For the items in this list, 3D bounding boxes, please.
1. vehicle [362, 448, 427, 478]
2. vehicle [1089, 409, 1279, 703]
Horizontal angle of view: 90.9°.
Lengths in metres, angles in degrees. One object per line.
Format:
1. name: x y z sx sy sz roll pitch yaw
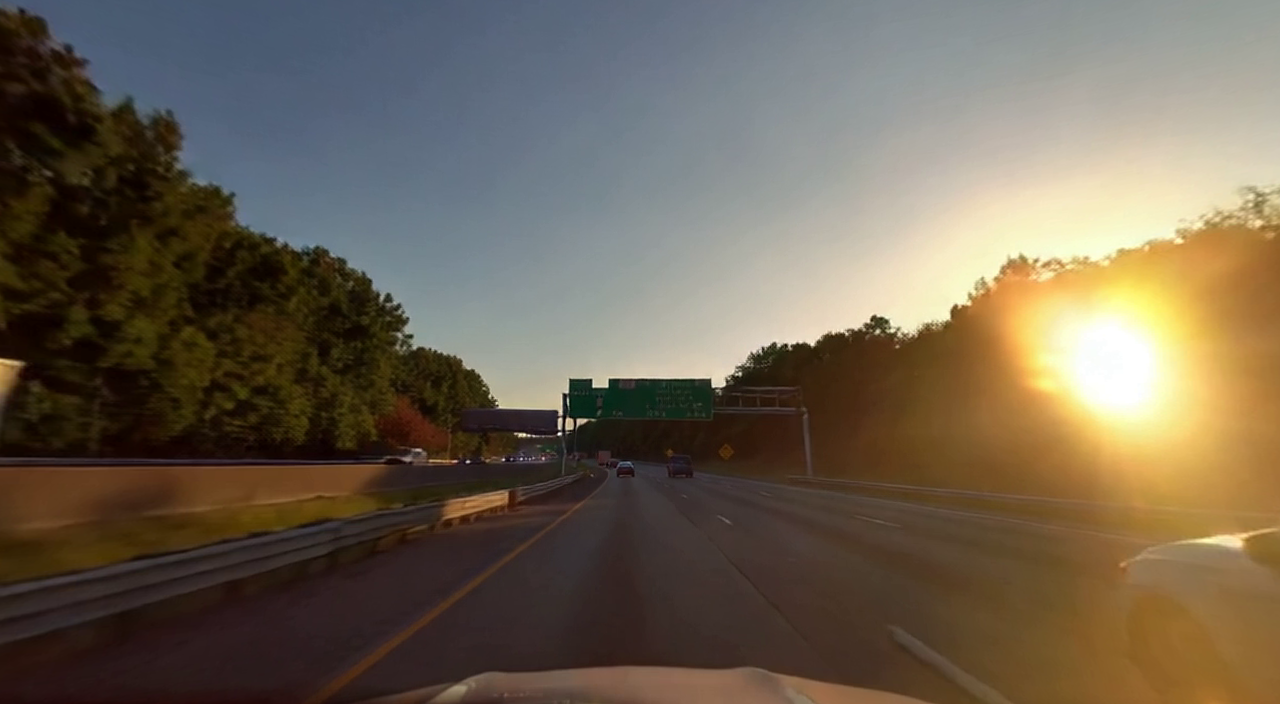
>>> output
1. vehicle: -14.302 6.520 37.006 2.030 1.595 4.594 1 -10 -1
2. vehicle: 3.947 0.932 1.832 2.132 1.662 4.180 1 -10 0
